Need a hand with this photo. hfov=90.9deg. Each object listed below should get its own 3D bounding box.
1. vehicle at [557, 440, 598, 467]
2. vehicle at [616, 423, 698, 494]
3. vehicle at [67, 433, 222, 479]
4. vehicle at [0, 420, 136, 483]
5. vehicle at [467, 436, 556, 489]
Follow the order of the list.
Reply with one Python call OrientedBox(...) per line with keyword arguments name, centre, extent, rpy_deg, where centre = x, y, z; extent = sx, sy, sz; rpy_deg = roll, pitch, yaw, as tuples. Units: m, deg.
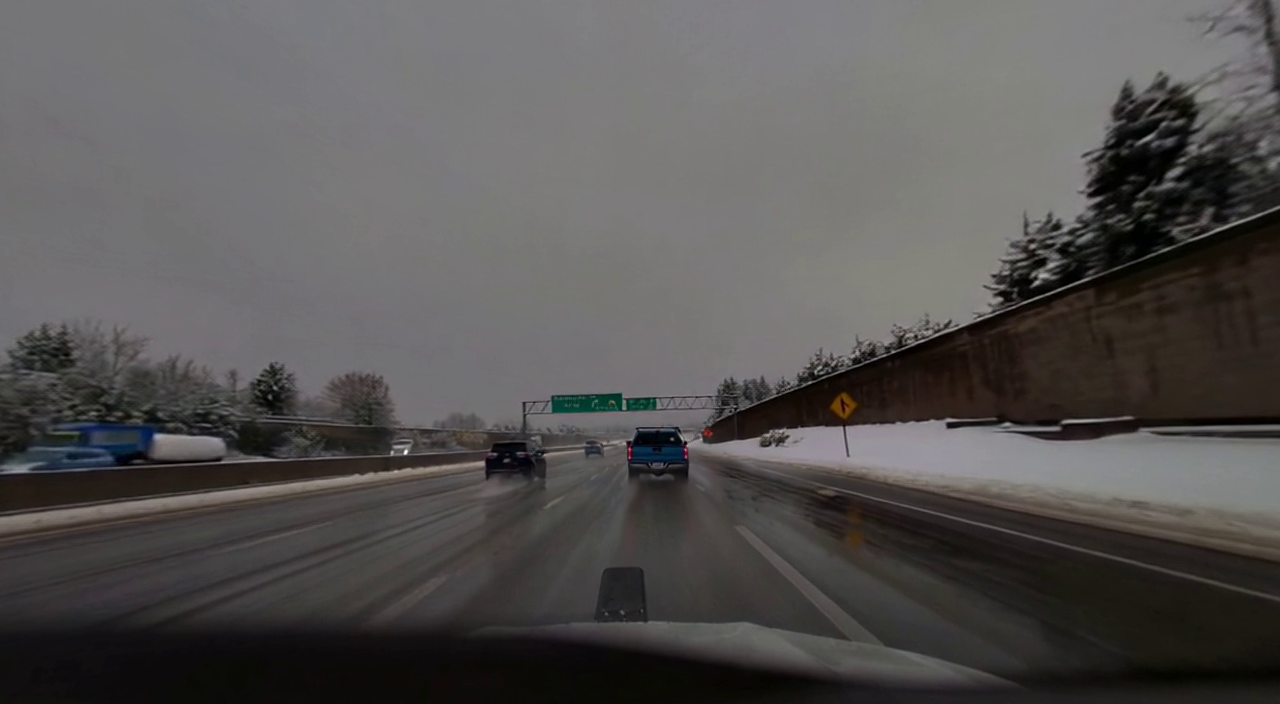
OrientedBox(name="vehicle", centre=(-3.836, 6.389, 39.718), extent=(2.061, 1.584, 4.290), rpy_deg=(0, -9, 1))
OrientedBox(name="vehicle", centre=(0.445, 3.071, 18.457), extent=(2.083, 1.792, 4.782), rpy_deg=(0, -9, 1))
OrientedBox(name="vehicle", centre=(-32.827, 6.925, 42.500), extent=(2.712, 2.693, 9.373), rpy_deg=(0, -9, 1))
OrientedBox(name="vehicle", centre=(-32.962, 5.659, 36.052), extent=(2.876, 3.255, 6.192), rpy_deg=(0, -9, 2))
OrientedBox(name="vehicle", centre=(-4.225, 3.715, 21.562), extent=(1.961, 1.591, 4.756), rpy_deg=(0, -9, 1))
